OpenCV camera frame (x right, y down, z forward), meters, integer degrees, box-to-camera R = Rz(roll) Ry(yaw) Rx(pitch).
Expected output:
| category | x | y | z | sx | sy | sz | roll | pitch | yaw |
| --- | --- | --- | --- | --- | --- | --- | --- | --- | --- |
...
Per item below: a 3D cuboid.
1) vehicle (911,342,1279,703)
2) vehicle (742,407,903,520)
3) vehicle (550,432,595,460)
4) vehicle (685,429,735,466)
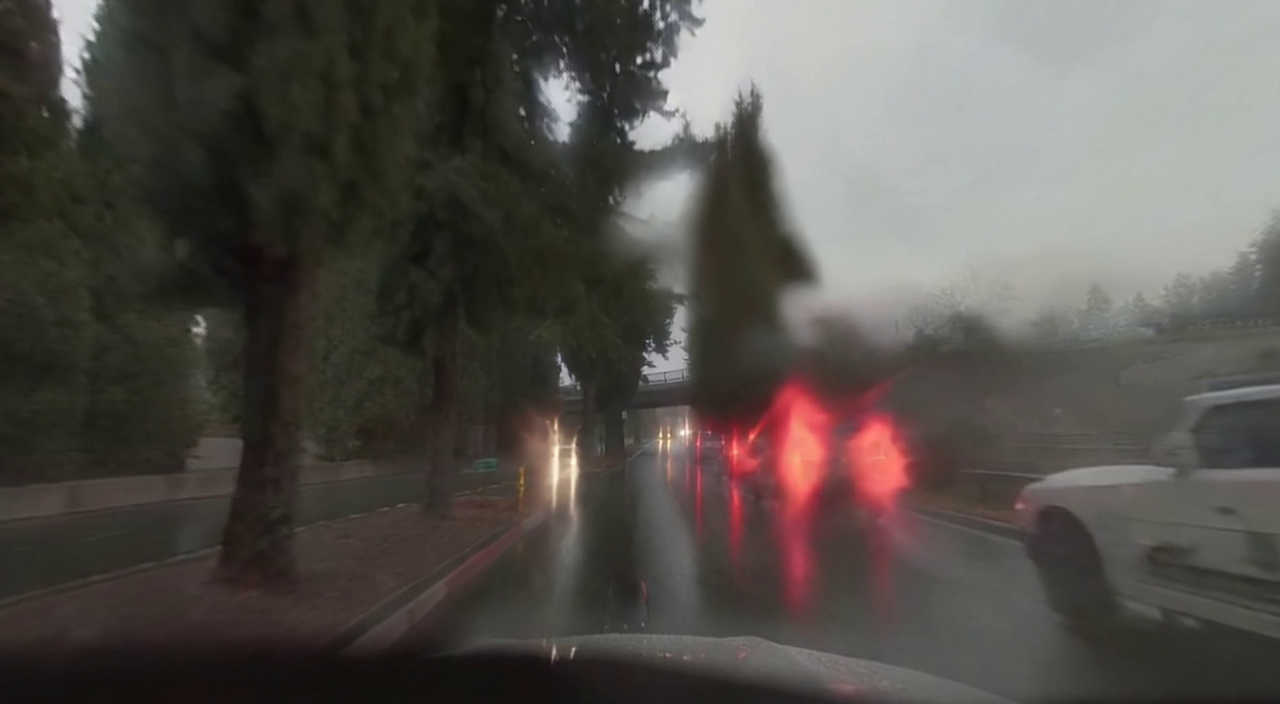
| category | x | y | z | sx | sy | sz | roll | pitch | yaw |
| --- | --- | --- | --- | --- | --- | --- | --- | --- | --- |
| vehicle | 3.535 | 0.962 | 3.614 | 1.972 | 1.682 | 4.397 | -1 | -8 | 0 |
| vehicle | 3.476 | 2.220 | 13.032 | 1.985 | 1.895 | 4.496 | -1 | -8 | 0 |
| vehicle | -4.769 | 6.730 | 45.273 | 2.089 | 1.860 | 4.704 | -2 | -8 | 8 |
| vehicle | 3.900 | 5.424 | 36.008 | 2.273 | 1.944 | 4.866 | -1 | -8 | 0 |
